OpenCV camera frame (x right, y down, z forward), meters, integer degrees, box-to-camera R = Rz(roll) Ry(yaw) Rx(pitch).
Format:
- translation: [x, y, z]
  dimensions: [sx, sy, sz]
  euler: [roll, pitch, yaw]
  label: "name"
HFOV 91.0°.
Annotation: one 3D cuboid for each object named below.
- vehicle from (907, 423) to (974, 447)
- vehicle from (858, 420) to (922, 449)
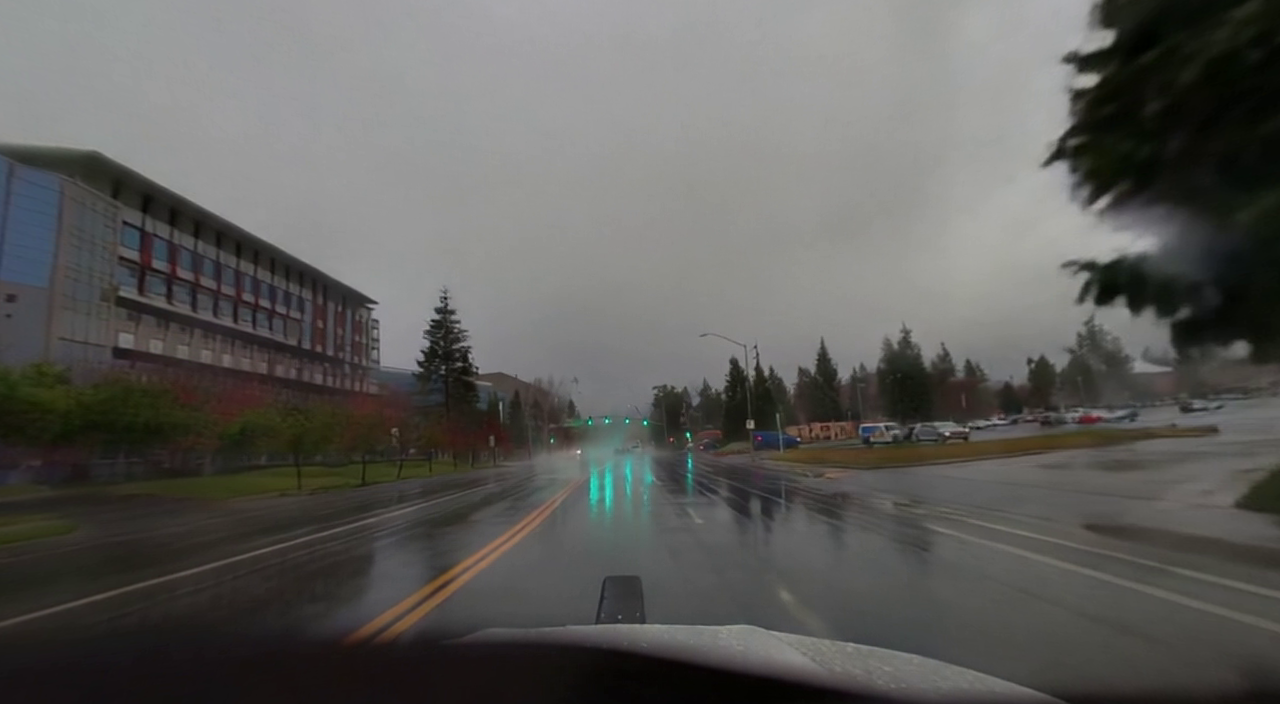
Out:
- translation: [19.641, 5.485, 41.354]
  dimensions: [2.021, 1.472, 4.047]
  euler: [2, -9, -8]
  label: "vehicle"
- translation: [16.731, 5.616, 42.467]
  dimensions: [2.059, 1.788, 4.708]
  euler: [1, -9, -5]
  label: "vehicle"
